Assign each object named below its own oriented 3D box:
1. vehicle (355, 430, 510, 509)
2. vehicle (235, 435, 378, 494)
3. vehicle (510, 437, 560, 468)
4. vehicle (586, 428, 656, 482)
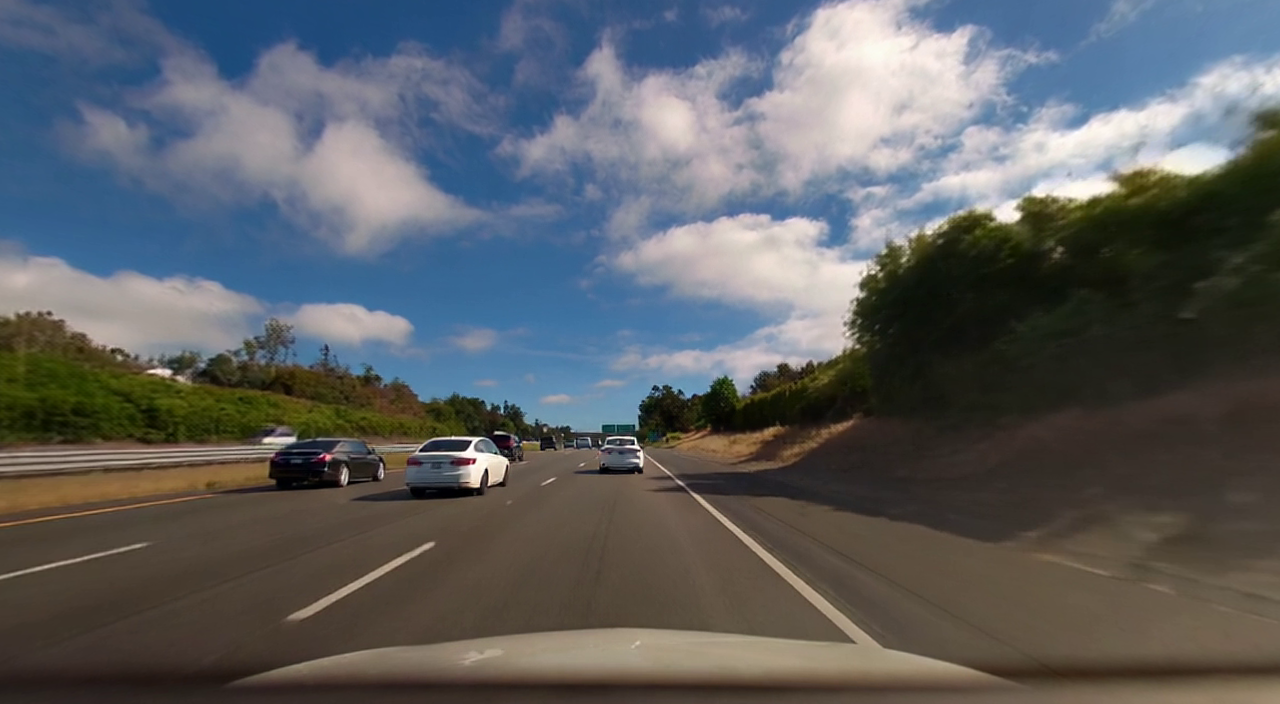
[{"bbox_3d":[-4.351,2.513,14.053,1.971,1.464,4.386,0,-8,0],"label":"vehicle"},{"bbox_3d":[-9.205,3.085,17.761,1.850,1.439,3.932,0,-8,0],"label":"vehicle"},{"bbox_3d":[-5.185,5.000,31.486,1.835,1.432,3.835,0,-8,0],"label":"vehicle"},{"bbox_3d":[-0.651,3.505,21.757,2.178,1.658,3.916,0,-8,-1],"label":"vehicle"}]
